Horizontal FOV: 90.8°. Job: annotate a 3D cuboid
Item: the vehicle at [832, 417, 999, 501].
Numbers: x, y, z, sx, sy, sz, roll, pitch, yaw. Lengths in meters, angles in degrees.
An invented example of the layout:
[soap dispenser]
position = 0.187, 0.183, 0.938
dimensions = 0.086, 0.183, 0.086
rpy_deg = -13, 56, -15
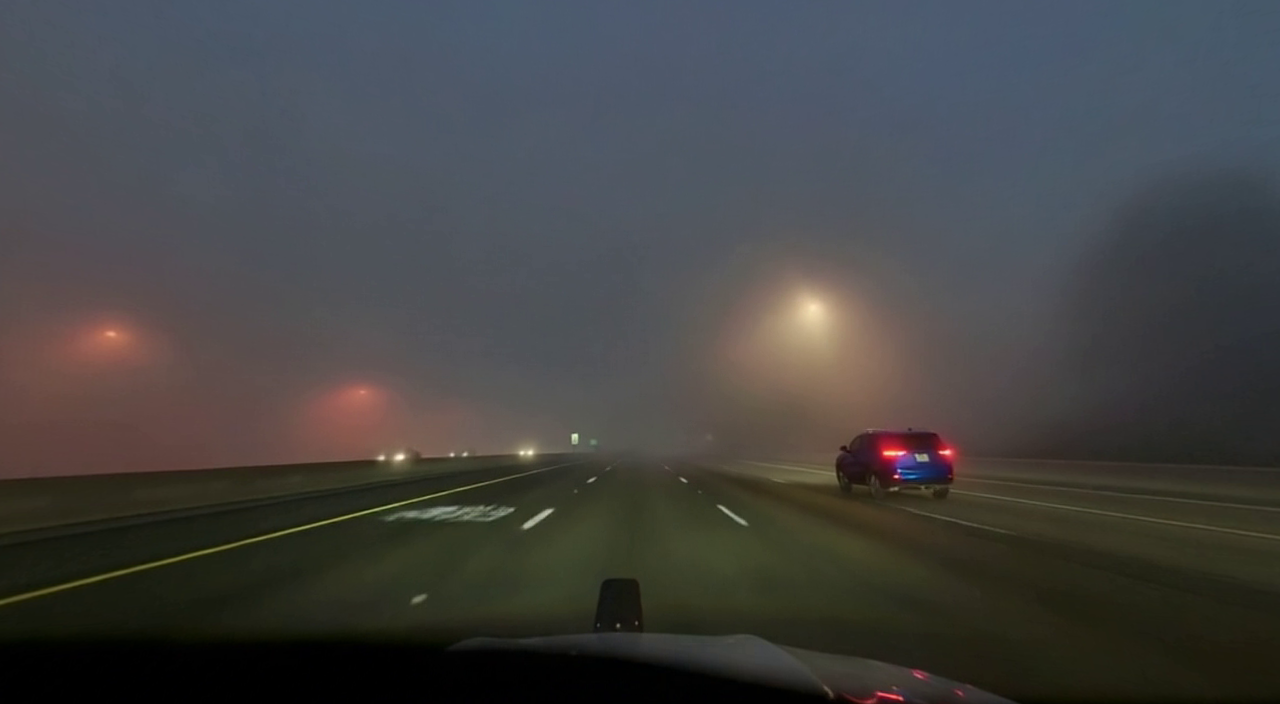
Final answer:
[vehicle]
position = 7.005, 2.789, 16.767
dimensions = 2.222, 1.899, 4.595
rpy_deg = 0, -8, -1
